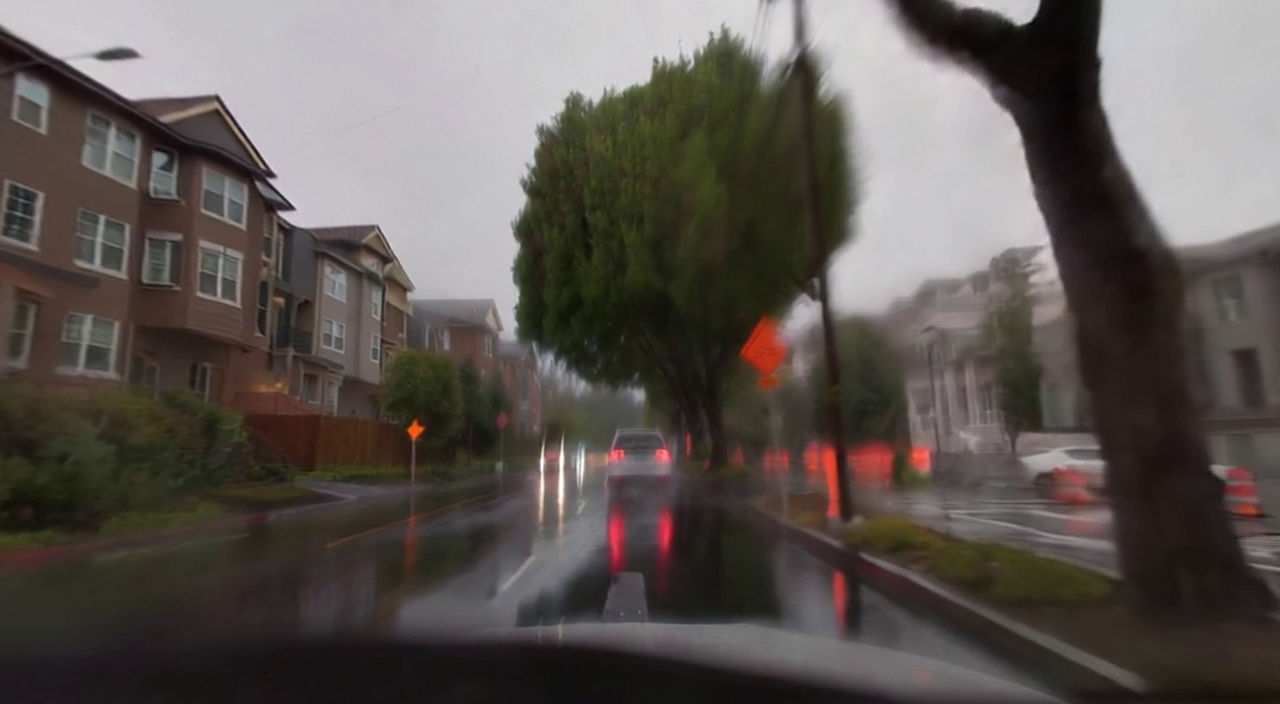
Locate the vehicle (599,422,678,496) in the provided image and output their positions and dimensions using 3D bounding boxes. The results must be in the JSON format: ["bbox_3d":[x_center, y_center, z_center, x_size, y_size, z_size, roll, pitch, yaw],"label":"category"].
[{"bbox_3d":[-0.063,3.366,20.088,2.169,2.015,5.206,0,-9,-1],"label":"vehicle"}]

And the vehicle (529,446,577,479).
[{"bbox_3d":[-6.040,7.753,44.629,2.502,2.163,5.833,0,-9,0],"label":"vehicle"}]

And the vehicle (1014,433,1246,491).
[{"bbox_3d":[13.165,3.000,17.305,4.567,1.448,1.890,-1,-9,8],"label":"vehicle"}]
